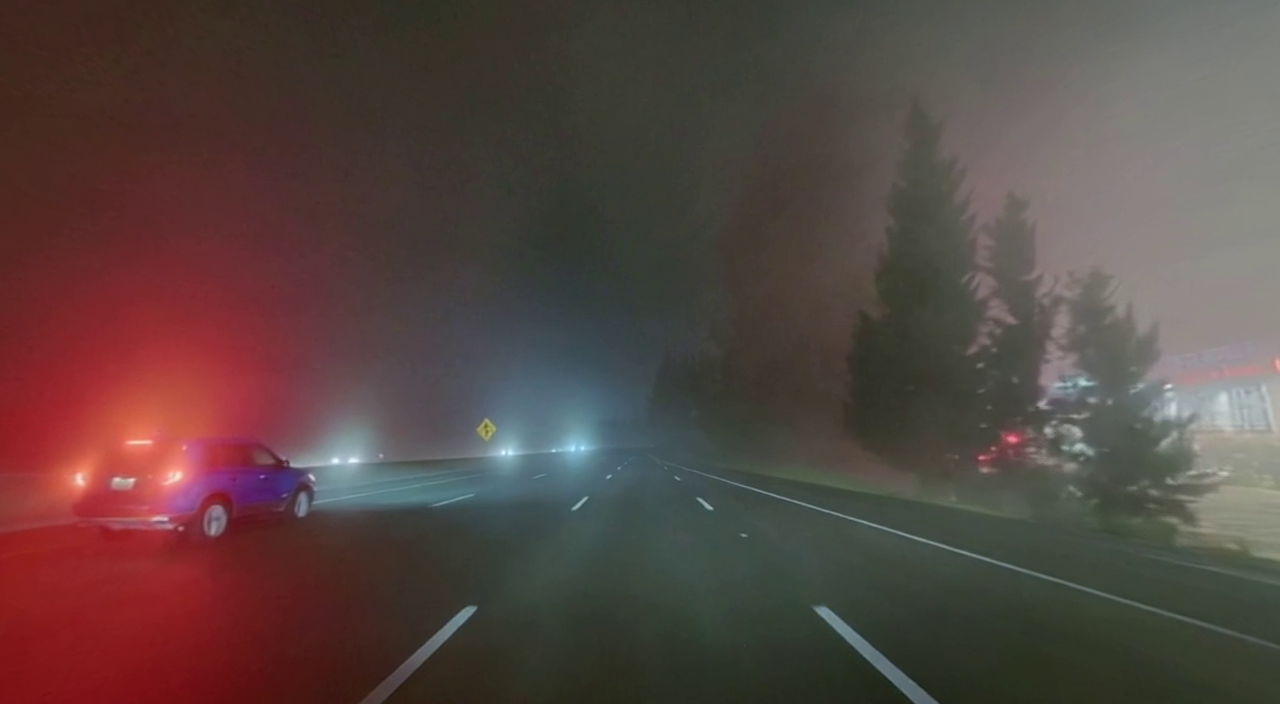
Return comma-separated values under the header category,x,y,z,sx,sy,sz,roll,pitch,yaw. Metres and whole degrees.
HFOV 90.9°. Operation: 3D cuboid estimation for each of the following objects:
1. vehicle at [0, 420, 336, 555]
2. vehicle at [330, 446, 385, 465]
category,x,y,z,sx,sy,sz,roll,pitch,yaw
vehicle,-7.323,2.083,10.485,2.148,1.709,4.678,0,-8,1
vehicle,-20.857,7.651,46.790,1.906,1.339,4.595,0,-8,1
